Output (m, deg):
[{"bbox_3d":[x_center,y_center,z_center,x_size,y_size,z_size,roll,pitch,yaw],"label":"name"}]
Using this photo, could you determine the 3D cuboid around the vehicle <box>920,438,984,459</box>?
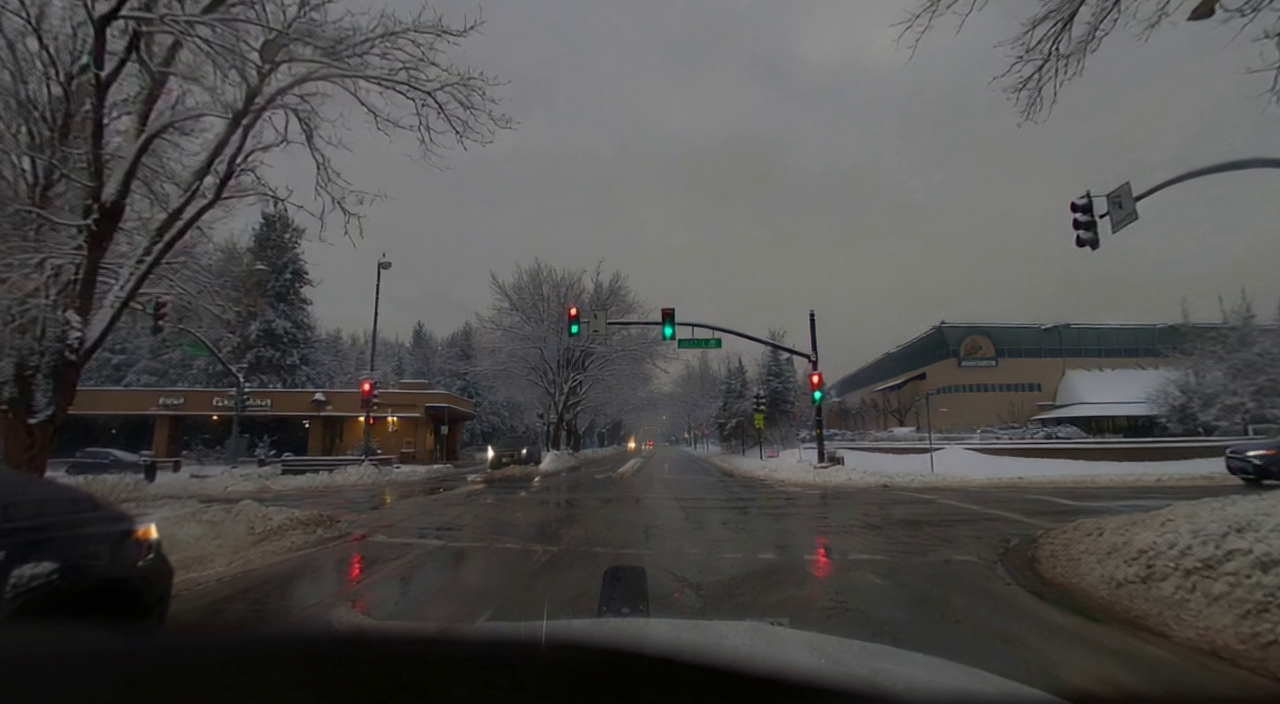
[{"bbox_3d":[21.468,6.644,43.400,3.576,1.425,1.702,2,-8,-11],"label":"vehicle"}]

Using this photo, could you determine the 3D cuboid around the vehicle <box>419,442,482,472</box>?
[{"bbox_3d":[-10.638,5.911,35.716,2.041,1.548,4.868,0,-8,0],"label":"vehicle"}]

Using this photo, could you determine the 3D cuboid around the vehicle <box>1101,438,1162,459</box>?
[{"bbox_3d":[38.476,7.552,49.503,1.837,1.514,4.786,-2,-9,13],"label":"vehicle"}]

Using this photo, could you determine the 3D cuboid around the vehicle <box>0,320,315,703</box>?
[{"bbox_3d":[-3.476,0.786,2.492,2.000,1.789,4.638,0,-8,-2],"label":"vehicle"}]

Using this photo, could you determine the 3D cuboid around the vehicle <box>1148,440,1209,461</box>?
[{"bbox_3d":[41.151,7.560,48.266,1.767,1.456,4.191,-4,-11,15],"label":"vehicle"}]

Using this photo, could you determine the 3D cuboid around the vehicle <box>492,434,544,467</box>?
[{"bbox_3d":[-7.168,5.854,37.464,2.081,1.818,4.782,0,-8,1],"label":"vehicle"}]
